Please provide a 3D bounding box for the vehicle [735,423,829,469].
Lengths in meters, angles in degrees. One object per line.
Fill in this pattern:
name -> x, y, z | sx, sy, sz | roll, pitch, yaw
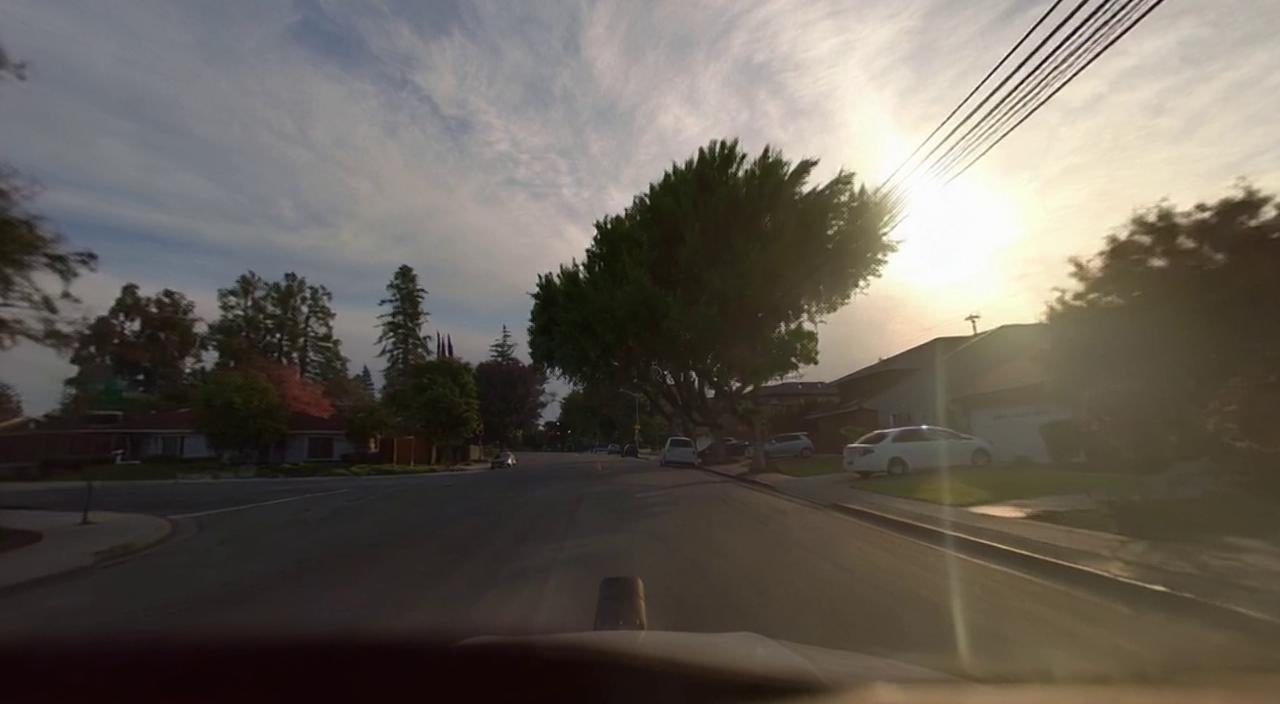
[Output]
vehicle -> 8.415, 5.594, 37.794 | 4.801, 2.139, 2.164 | -6, -7, -3

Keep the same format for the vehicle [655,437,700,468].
vehicle -> 2.470, 6.847, 43.307 | 2.214, 1.962, 4.733 | 1, -9, -7
